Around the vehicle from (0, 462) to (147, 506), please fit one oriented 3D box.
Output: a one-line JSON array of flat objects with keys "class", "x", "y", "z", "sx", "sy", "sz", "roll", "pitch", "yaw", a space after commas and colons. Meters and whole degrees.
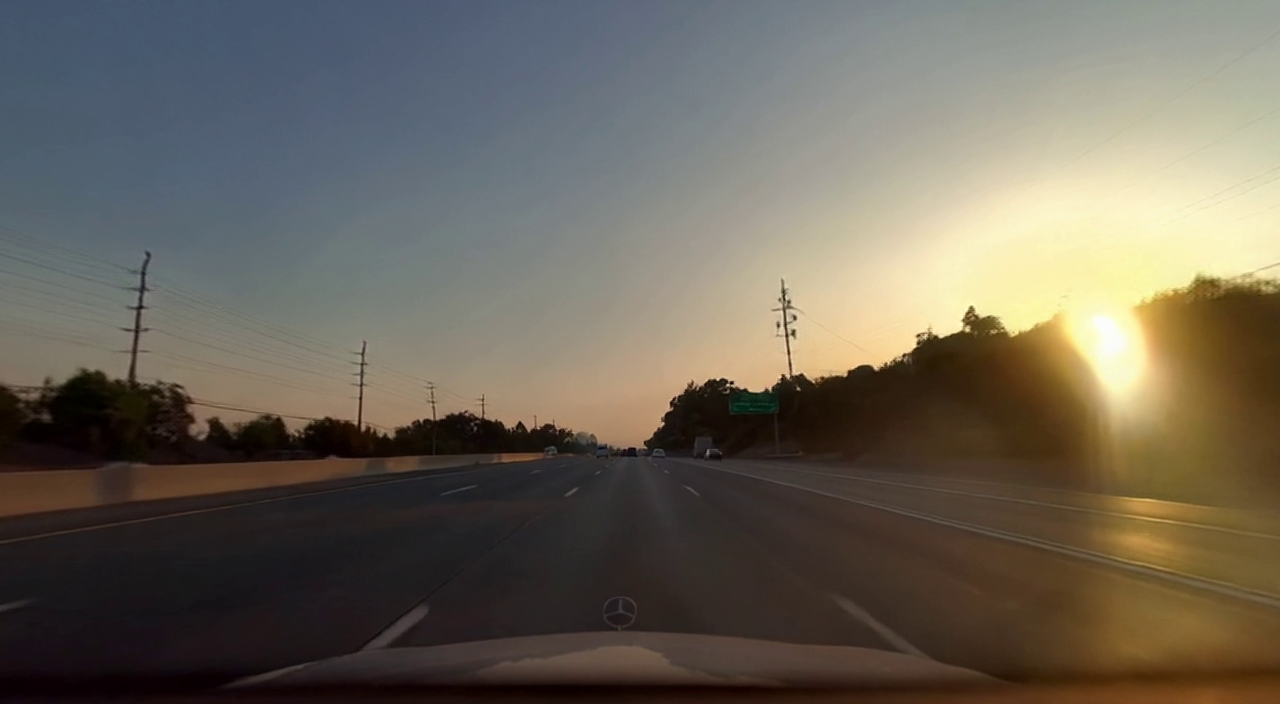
[{"class": "vehicle", "x": -25.653, "y": 5.886, "z": 28.648, "sx": 2.119, "sy": 1.654, "sz": 5.632, "roll": 0, "pitch": -9, "yaw": 0}]
